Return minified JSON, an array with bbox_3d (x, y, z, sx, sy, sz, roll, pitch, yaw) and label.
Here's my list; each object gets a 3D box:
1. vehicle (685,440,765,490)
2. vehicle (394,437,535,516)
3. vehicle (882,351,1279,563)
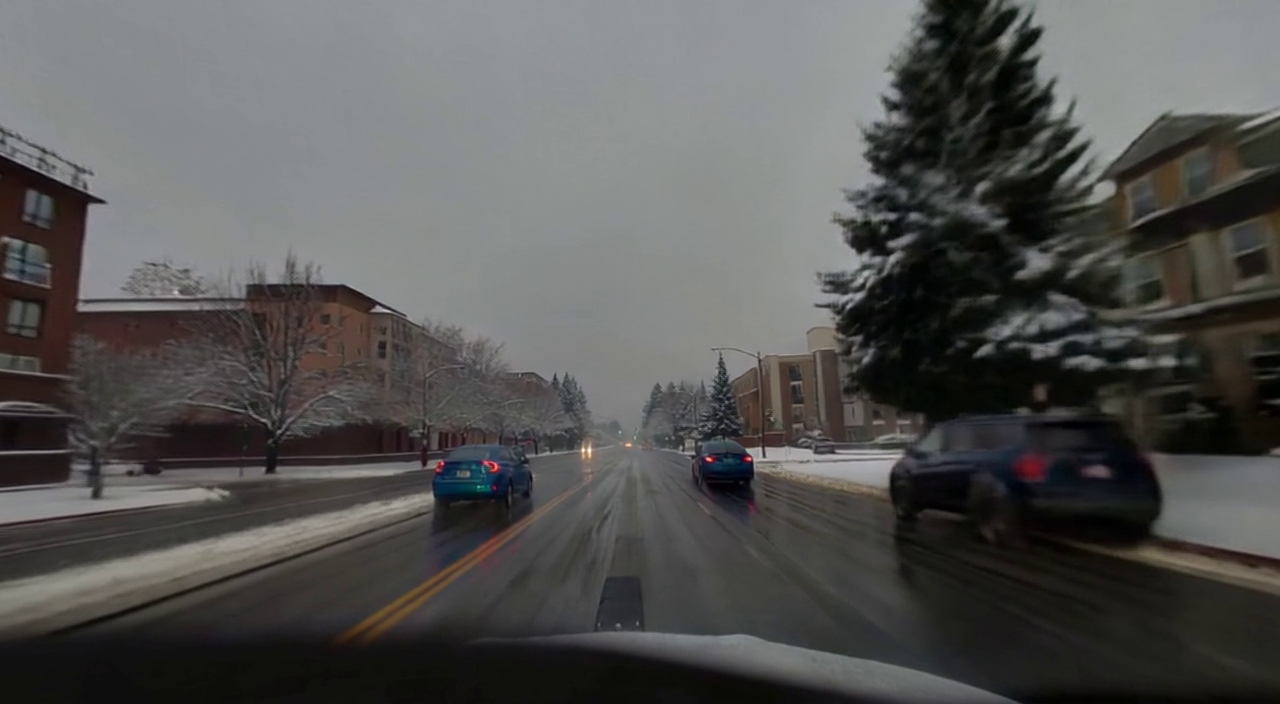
[{"bbox_3d":[2.697,3.696,21.016,1.978,1.471,4.426,0,-9,-1],"label":"vehicle"},{"bbox_3d":[-3.834,2.781,14.630,2.062,1.527,4.044,0,-9,0],"label":"vehicle"},{"bbox_3d":[6.061,1.567,9.865,2.394,2.400,5.209,0,-9,0],"label":"vehicle"}]
